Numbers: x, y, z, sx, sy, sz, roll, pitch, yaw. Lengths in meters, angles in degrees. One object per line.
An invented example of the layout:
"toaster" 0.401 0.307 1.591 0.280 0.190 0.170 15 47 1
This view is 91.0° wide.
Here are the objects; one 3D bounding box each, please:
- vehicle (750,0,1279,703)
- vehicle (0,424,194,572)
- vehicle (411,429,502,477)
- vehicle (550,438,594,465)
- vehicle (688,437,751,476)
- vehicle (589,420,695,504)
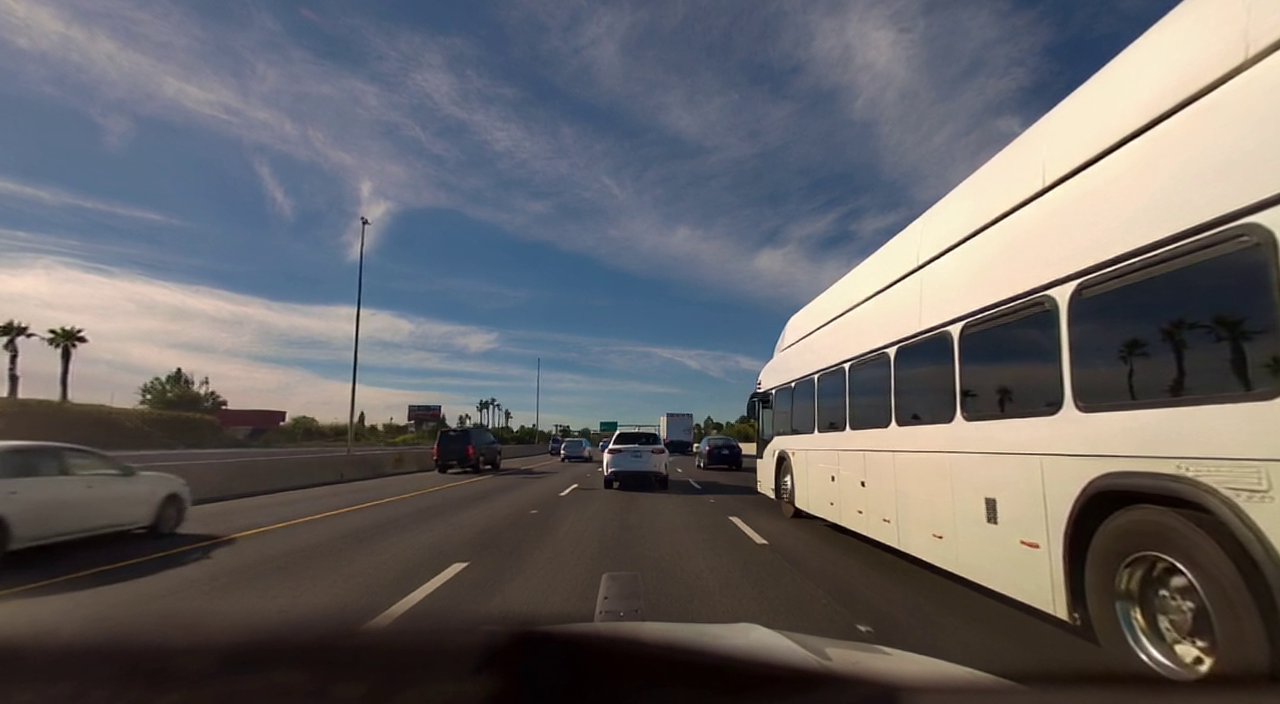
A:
"vehicle" 3.960 0.399 6.614 3.020 3.622 14.302 0 -9 0
"vehicle" -7.608 1.612 7.183 1.980 1.508 4.111 0 -9 0
"vehicle" -7.441 4.176 26.159 2.215 1.795 4.966 0 -9 1
"vehicle" -4.047 6.046 38.246 2.040 1.536 4.680 0 -9 1
"vehicle" 3.339 4.503 27.344 2.039 1.516 4.521 0 -9 -2
"vehicle" 0.075 2.686 15.691 2.268 1.796 4.280 0 -9 1
